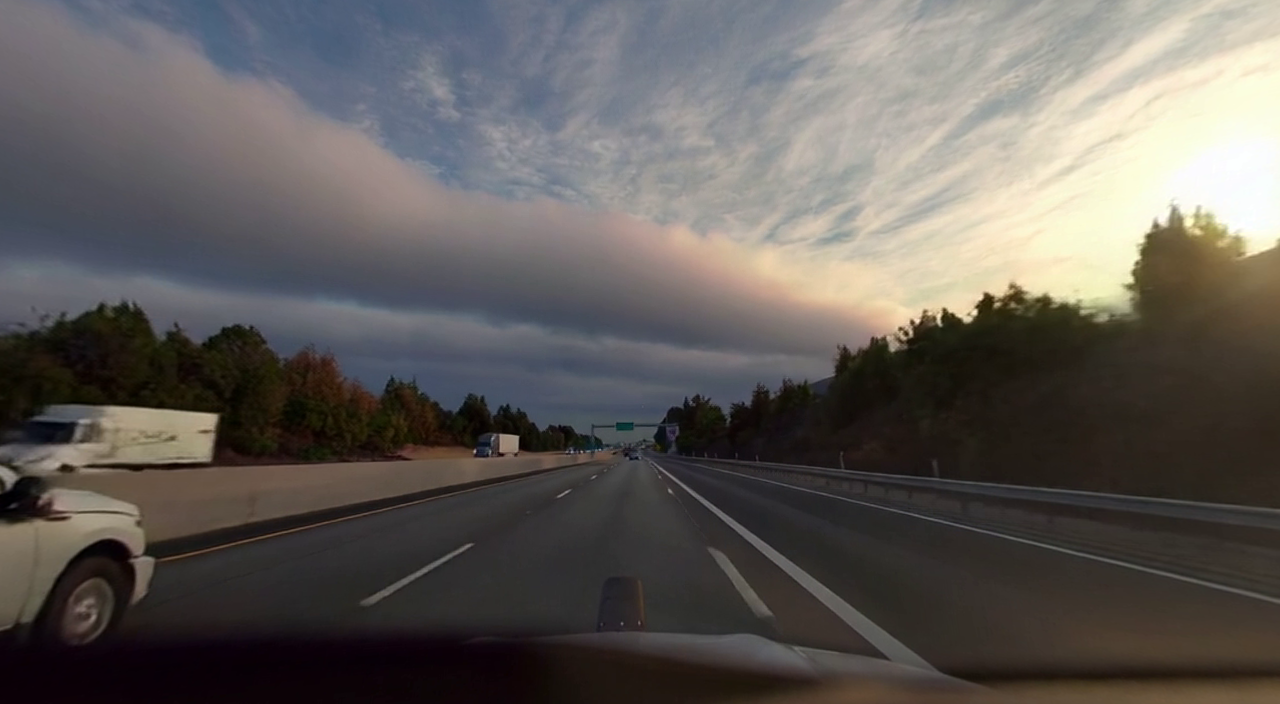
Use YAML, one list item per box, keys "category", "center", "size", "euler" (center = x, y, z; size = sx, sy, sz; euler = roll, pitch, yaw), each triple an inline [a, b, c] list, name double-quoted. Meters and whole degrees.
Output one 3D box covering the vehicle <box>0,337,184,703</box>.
- category: "vehicle"
  center: [-4.237, 0.647, 1.640]
  size: [2.214, 1.872, 5.179]
  euler: [0, -9, 0]
